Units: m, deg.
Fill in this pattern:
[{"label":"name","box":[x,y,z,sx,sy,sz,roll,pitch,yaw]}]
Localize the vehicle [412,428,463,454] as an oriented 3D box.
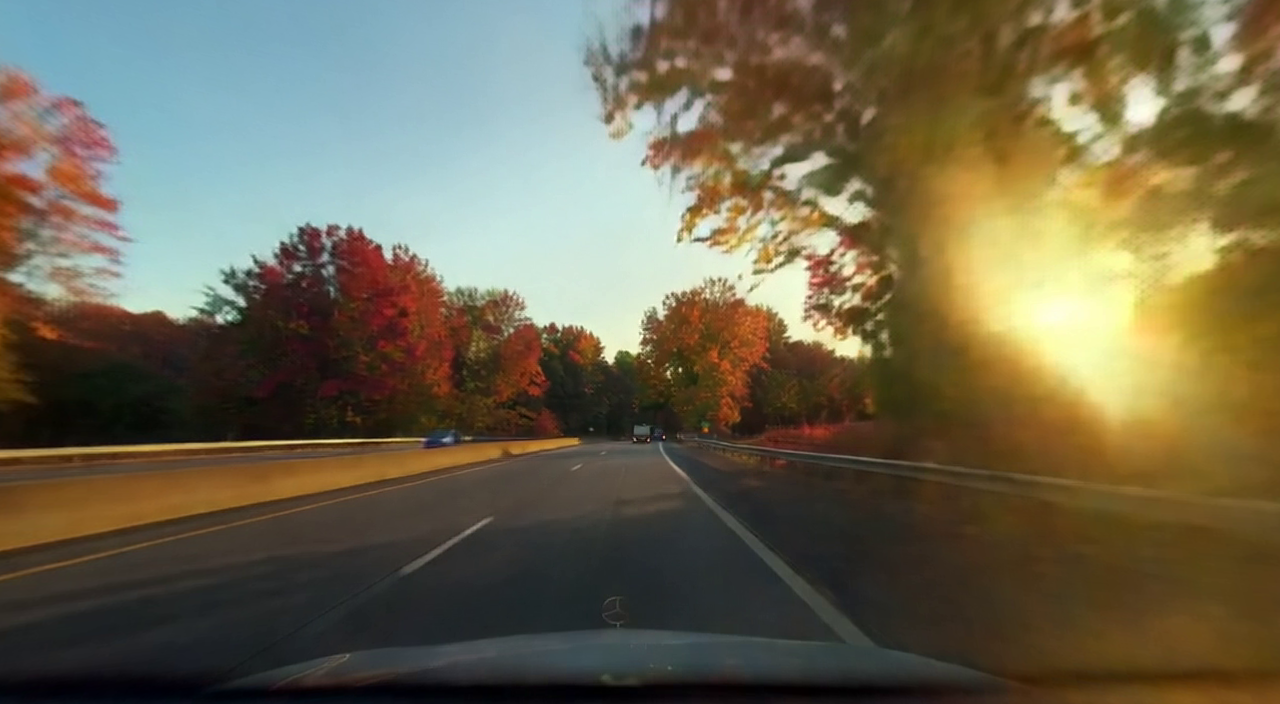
[{"label":"vehicle","box":[-14.514,6.398,45.333,1.987,1.808,4.699,0,-8,2]}]
